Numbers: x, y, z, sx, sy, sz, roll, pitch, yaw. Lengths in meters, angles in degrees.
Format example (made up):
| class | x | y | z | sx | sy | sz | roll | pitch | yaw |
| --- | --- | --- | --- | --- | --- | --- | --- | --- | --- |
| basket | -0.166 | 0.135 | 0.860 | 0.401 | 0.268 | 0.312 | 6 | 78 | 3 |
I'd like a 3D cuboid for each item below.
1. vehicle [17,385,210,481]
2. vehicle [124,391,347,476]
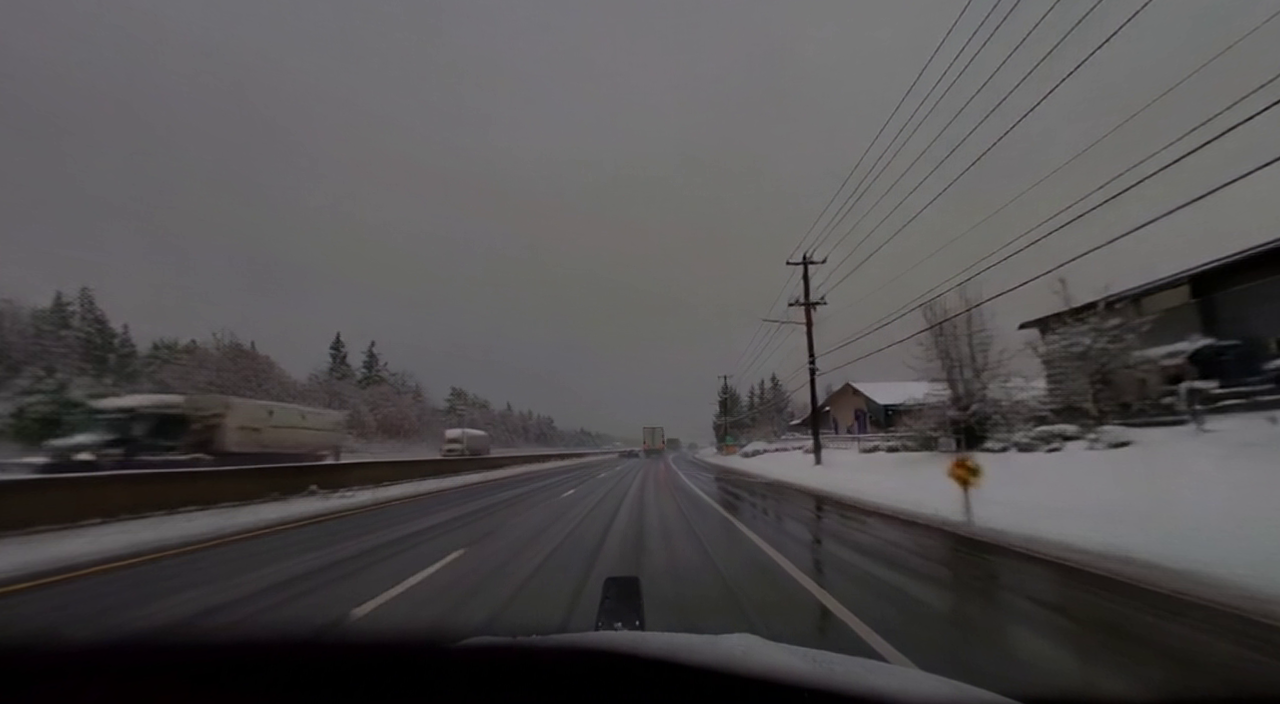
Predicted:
| class | x | y | z | sx | sy | sz | roll | pitch | yaw |
| --- | --- | --- | --- | --- | --- | --- | --- | --- | --- |
| vehicle | -24.076 | 3.866 | 29.435 | 2.983 | 3.913 | 6.652 | -1 | -9 | 1 |
| vehicle | -23.846 | 5.266 | 39.340 | 2.946 | 4.200 | 16.128 | -1 | -9 | 1 |
